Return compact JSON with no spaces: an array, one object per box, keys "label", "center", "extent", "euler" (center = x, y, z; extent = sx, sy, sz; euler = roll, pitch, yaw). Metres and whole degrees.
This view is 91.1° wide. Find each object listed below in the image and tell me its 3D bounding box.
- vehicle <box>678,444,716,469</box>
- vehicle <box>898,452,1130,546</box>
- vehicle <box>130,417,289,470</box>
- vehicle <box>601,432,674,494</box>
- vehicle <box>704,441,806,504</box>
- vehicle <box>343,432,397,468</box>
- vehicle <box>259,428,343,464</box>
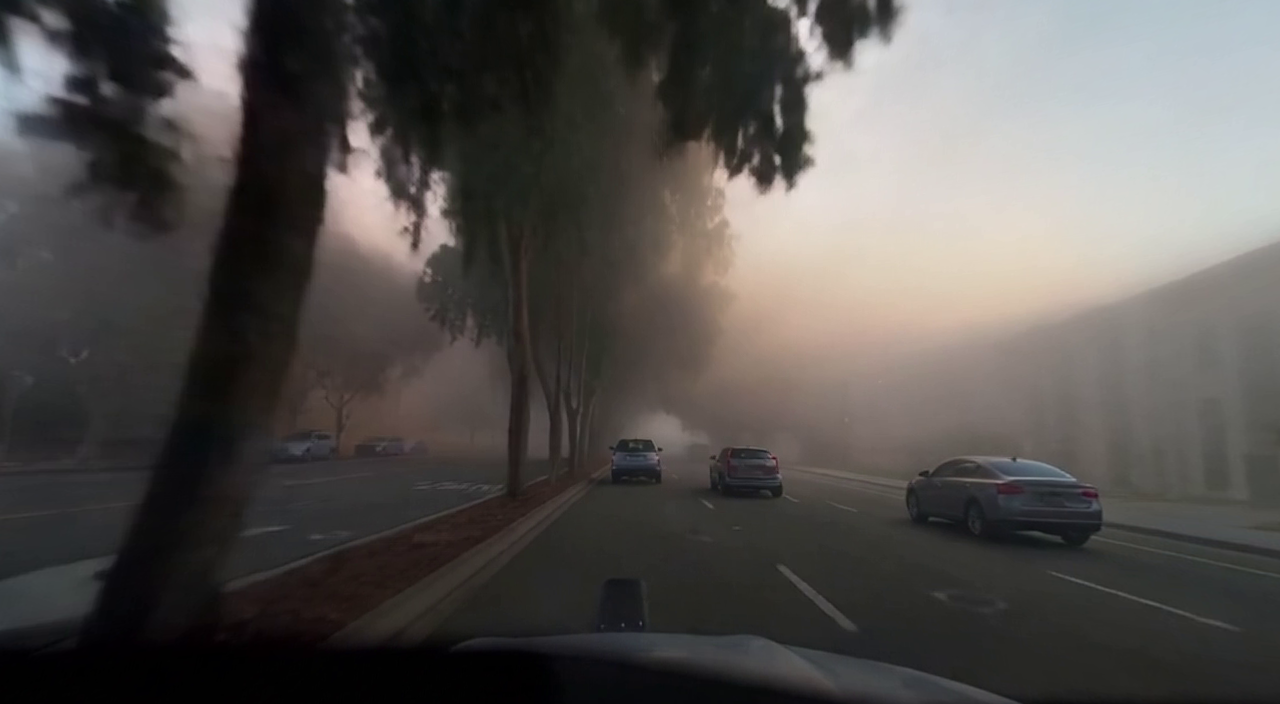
[{"label":"vehicle","center":[3.602,6.693,40.422],"extent":[2.012,1.462,4.163],"euler":[0,-8,-1]},{"label":"vehicle","center":[7.030,2.762,12.480],"extent":[1.944,1.458,4.268],"euler":[0,-8,-1]},{"label":"vehicle","center":[-18.748,4.077,27.955],"extent":[2.226,2.019,6.809],"euler":[0,-8,0]},{"label":"vehicle","center":[-0.056,3.370,19.413],"extent":[2.008,1.674,4.239],"euler":[0,-8,0]},{"label":"vehicle","center":[2.968,3.202,17.178],"extent":[1.932,1.510,4.168],"euler":[0,-8,-1]},{"label":"vehicle","center":[-13.218,4.808,30.905],"extent":[2.161,1.642,4.587],"euler":[3,-9,-21]},{"label":"vehicle","center":[-18.567,5.190,34.646],"extent":[1.915,1.824,4.760],"euler":[0,-8,1]}]
